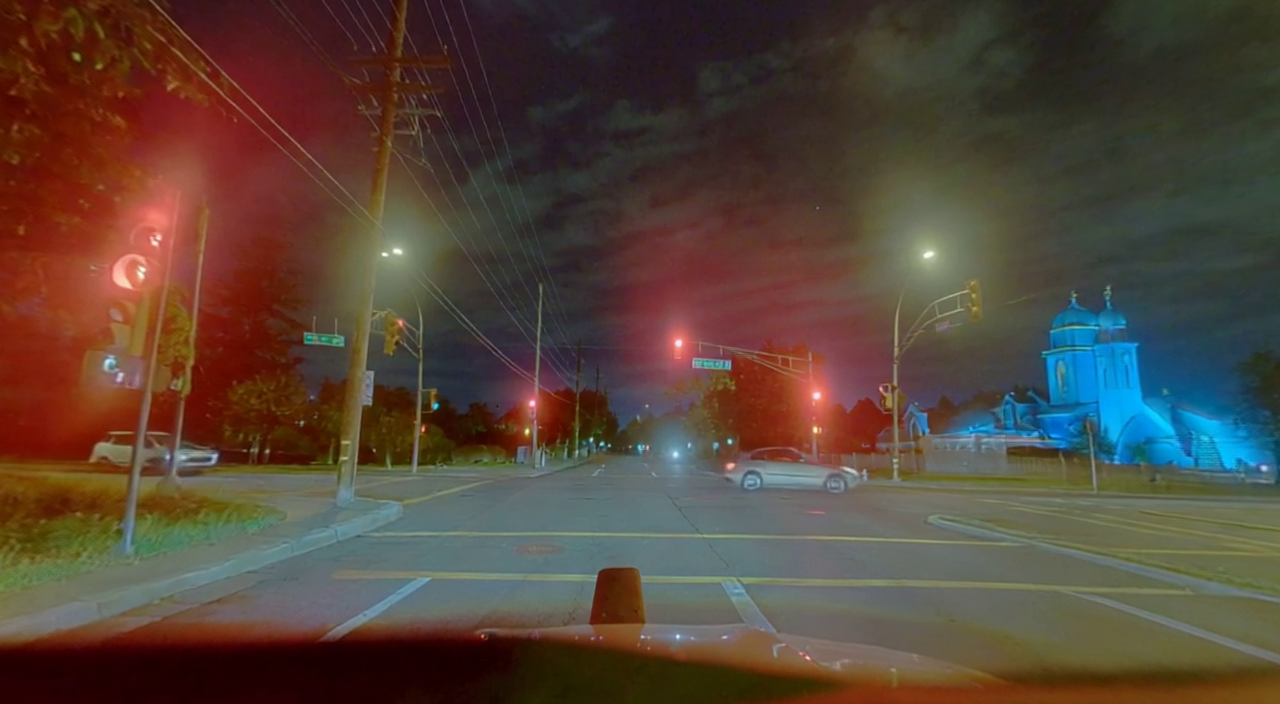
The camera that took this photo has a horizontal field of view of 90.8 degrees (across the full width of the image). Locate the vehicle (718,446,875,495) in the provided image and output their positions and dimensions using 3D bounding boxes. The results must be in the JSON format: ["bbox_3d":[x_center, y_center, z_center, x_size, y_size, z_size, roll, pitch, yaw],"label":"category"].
[{"bbox_3d":[5.045,3.896,20.992,4.718,1.497,2.032,0,-9,3],"label":"vehicle"}]

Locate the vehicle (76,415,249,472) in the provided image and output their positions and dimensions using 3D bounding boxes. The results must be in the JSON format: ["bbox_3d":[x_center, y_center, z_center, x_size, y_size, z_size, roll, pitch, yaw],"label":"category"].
[{"bbox_3d":[-16.723,3.230,22.338,4.372,1.892,2.002,0,-9,-1],"label":"vehicle"}]
